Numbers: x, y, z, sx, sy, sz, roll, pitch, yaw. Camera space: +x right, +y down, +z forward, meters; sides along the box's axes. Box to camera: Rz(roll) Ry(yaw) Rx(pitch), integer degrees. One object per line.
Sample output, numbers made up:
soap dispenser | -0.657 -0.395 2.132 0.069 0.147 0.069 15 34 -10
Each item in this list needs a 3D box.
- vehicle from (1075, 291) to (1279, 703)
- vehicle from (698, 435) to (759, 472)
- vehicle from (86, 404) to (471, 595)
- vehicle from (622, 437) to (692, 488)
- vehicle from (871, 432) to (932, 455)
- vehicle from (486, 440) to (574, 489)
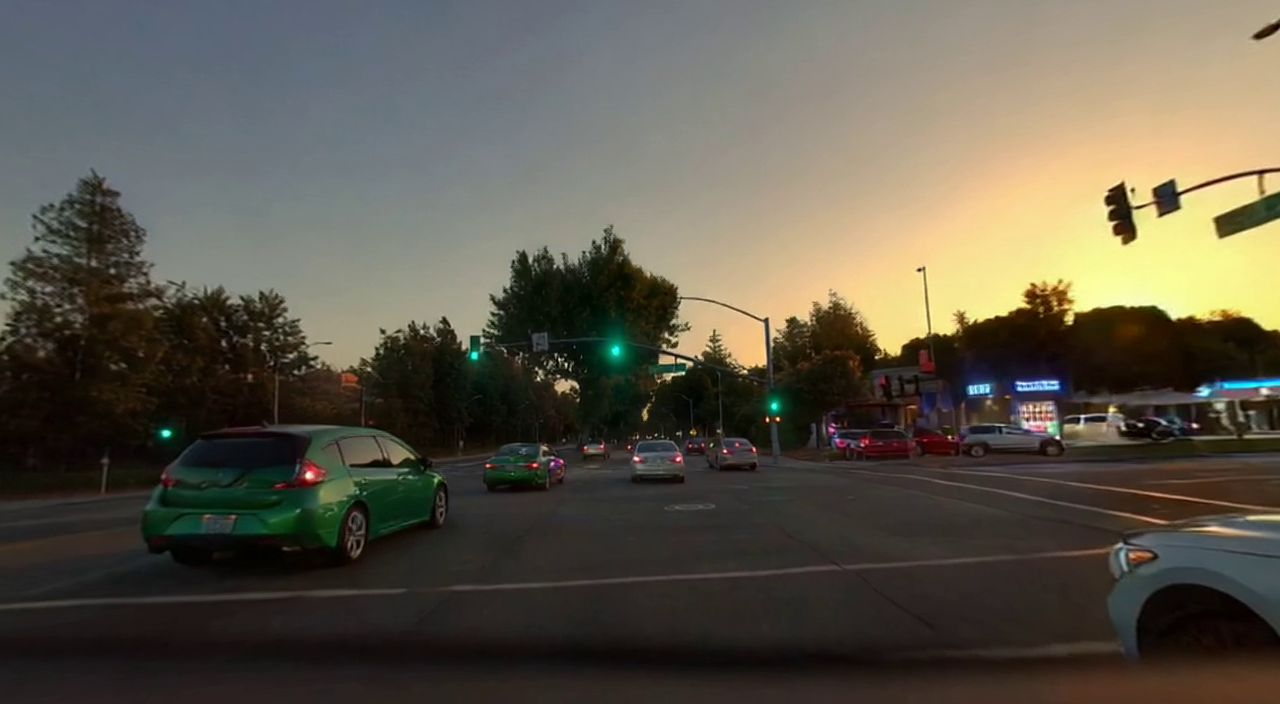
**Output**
vehicle | 3.273 0.501 0.942 1.992 1.805 4.549 0 -8 1
vehicle | 3.721 4.377 27.398 1.920 1.479 4.548 0 -8 -1
vehicle | -3.885 1.668 8.120 2.023 1.687 4.874 0 -8 1
vehicle | 0.542 3.435 19.939 1.994 1.433 3.894 0 -8 2
vehicle | 18.085 6.399 43.873 2.081 1.482 4.860 0 -8 -1
vehicle | -3.485 3.650 20.888 1.995 1.436 4.500 0 -8 2
